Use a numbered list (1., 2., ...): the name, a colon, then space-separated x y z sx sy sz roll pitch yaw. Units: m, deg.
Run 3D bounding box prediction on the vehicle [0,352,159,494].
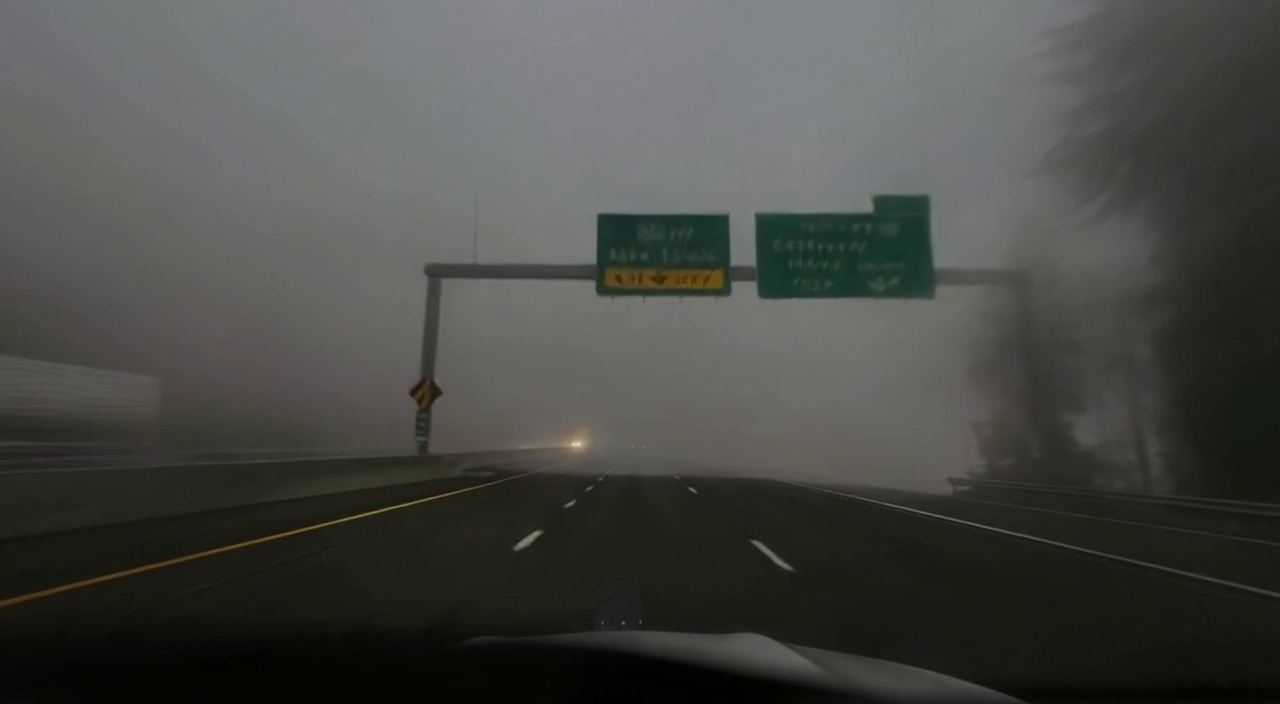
1. vehicle: -19.325 1.680 15.612 3.084 3.900 14.884 0 -9 0
